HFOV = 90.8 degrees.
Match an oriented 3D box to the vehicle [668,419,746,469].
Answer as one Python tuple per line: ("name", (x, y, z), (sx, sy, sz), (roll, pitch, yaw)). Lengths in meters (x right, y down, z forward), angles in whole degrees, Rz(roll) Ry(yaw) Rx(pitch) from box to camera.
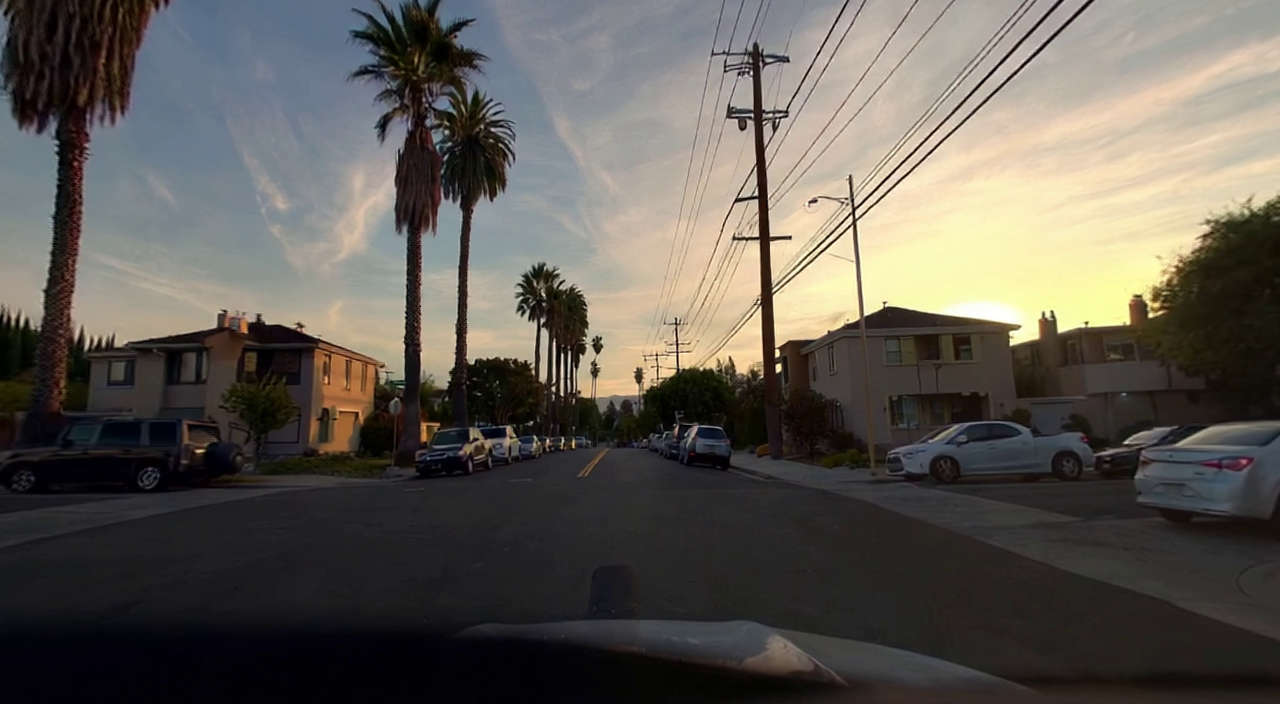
("vehicle", (2.697, 3.980, 27.268), (2.505, 1.895, 5.805), (0, -9, -2))

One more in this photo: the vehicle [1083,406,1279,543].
("vehicle", (9.004, 1.636, 8.739), (4.181, 1.638, 2.015), (0, -9, -1))

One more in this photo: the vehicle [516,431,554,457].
("vehicle", (-7.705, 6.838, 46.842), (2.178, 1.865, 4.658), (0, -9, -2))

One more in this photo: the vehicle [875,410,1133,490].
("vehicle", (10.286, 2.791, 18.219), (5.971, 1.967, 2.385), (-1, -9, -5))

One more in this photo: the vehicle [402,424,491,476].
("vehicle", (-7.025, 3.637, 23.512), (2.198, 1.724, 4.493), (1, -9, -5))

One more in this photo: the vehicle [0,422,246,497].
("vehicle", (-14.812, 3.010, 17.734), (5.847, 1.766, 2.392), (-2, -9, -2))
